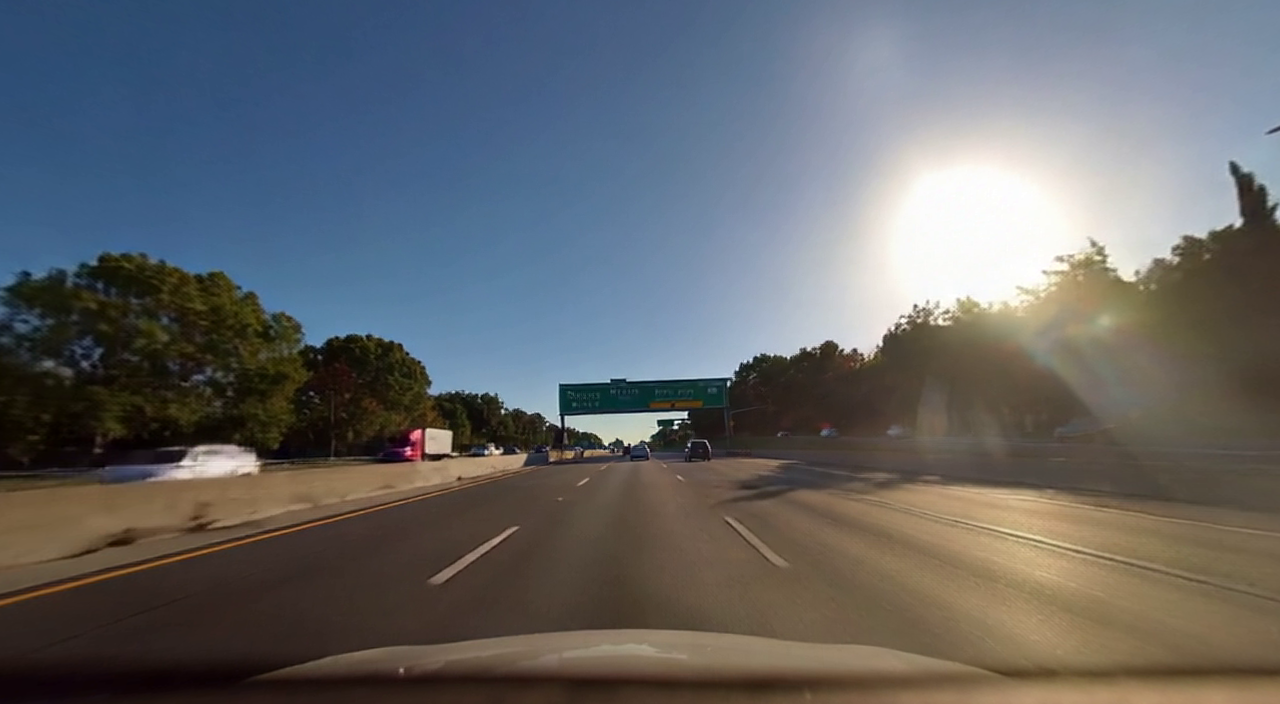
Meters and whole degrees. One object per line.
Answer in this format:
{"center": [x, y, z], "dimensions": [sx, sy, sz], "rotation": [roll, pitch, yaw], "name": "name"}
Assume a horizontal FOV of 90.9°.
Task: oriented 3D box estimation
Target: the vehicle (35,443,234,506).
{"center": [-15.165, 3.652, 19.415], "dimensions": [2.047, 1.671, 4.892], "rotation": [0, -8, 0], "name": "vehicle"}

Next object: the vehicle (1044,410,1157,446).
{"center": [20.596, 3.492, 28.480], "dimensions": [1.872, 1.459, 4.502], "rotation": [-1, -8, 3], "name": "vehicle"}

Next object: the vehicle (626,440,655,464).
{"center": [0.069, 7.643, 48.402], "dimensions": [2.105, 1.711, 4.293], "rotation": [0, -8, 1], "name": "vehicle"}

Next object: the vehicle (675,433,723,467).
{"center": [3.778, 6.445, 41.590], "dimensions": [2.505, 2.020, 5.532], "rotation": [0, -8, -1], "name": "vehicle"}
